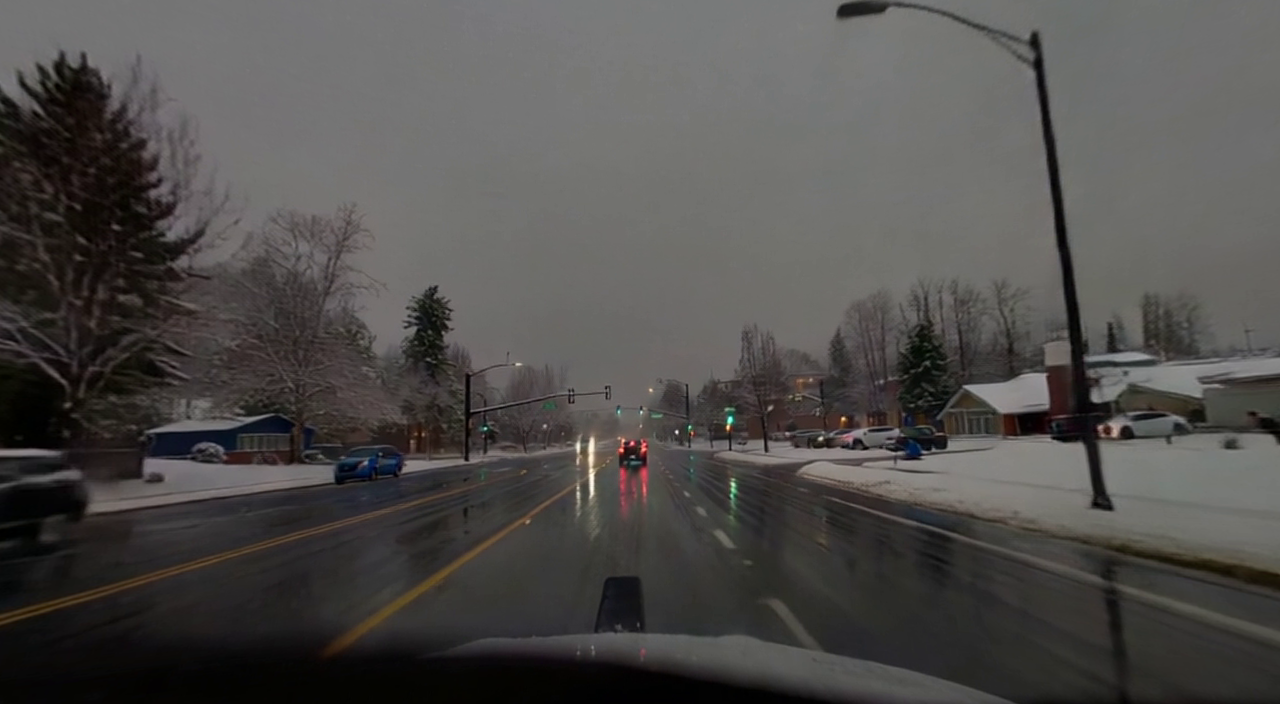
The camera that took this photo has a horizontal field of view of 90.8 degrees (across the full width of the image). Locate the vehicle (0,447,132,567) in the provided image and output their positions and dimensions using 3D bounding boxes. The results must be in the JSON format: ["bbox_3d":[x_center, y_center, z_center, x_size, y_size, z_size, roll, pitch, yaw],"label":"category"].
[{"bbox_3d":[-9.785,2.151,8.765,1.945,1.629,4.197,0,-9,0],"label":"vehicle"}]

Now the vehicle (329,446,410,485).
[{"bbox_3d":[-13.078,5.488,30.899,1.957,1.754,4.393,0,-9,1],"label":"vehicle"}]

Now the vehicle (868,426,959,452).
[{"bbox_3d":[16.638,5.341,38.587,4.658,1.495,1.978,0,-9,-2],"label":"vehicle"}]

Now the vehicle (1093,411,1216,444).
[{"bbox_3d":[27.490,4.072,33.857,4.736,1.646,2.037,0,-9,0],"label":"vehicle"}]

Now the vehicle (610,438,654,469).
[{"bbox_3d":[-0.420,5.214,32.638,2.104,1.462,3.991,0,-9,-1],"label":"vehicle"}]
